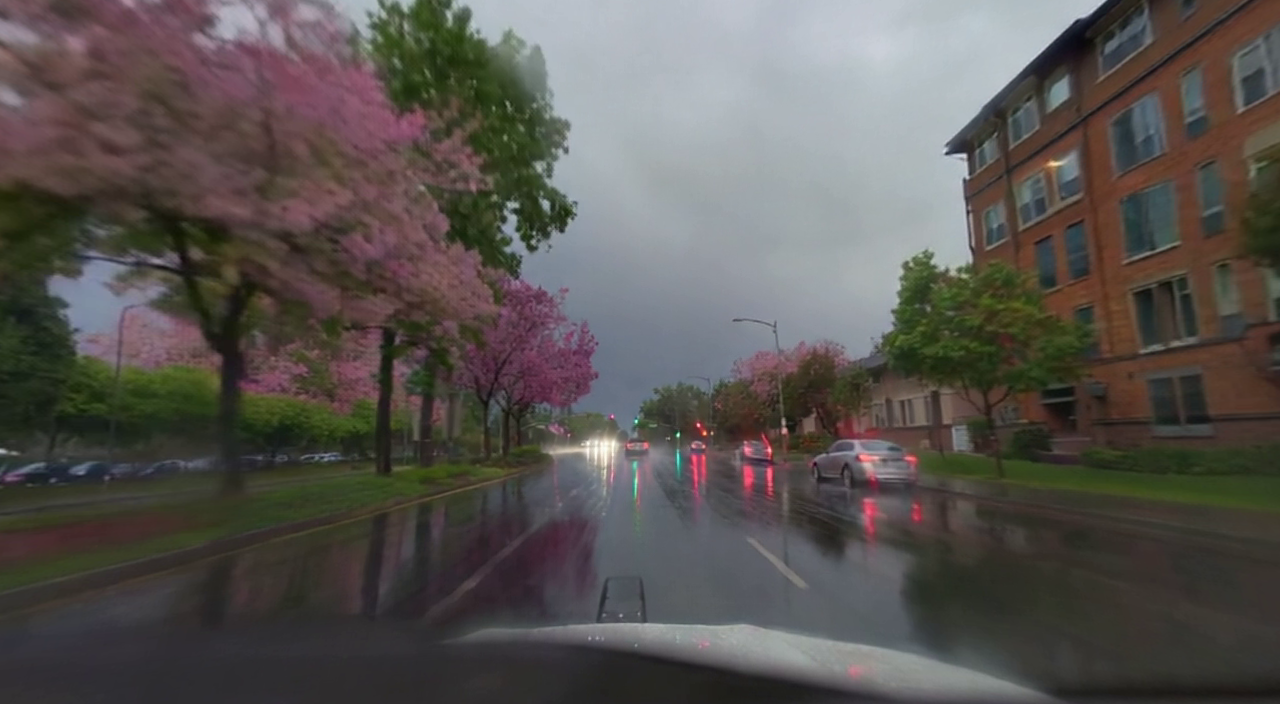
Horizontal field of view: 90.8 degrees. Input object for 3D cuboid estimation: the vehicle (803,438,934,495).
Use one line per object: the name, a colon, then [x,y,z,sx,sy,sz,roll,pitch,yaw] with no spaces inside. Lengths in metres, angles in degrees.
vehicle: [6.553,3.338,18.841,1.891,1.456,4.909,0,-9,-3]

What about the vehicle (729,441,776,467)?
vehicle: [6.785,6.180,38.516,2.032,1.449,4.413,0,-9,0]
